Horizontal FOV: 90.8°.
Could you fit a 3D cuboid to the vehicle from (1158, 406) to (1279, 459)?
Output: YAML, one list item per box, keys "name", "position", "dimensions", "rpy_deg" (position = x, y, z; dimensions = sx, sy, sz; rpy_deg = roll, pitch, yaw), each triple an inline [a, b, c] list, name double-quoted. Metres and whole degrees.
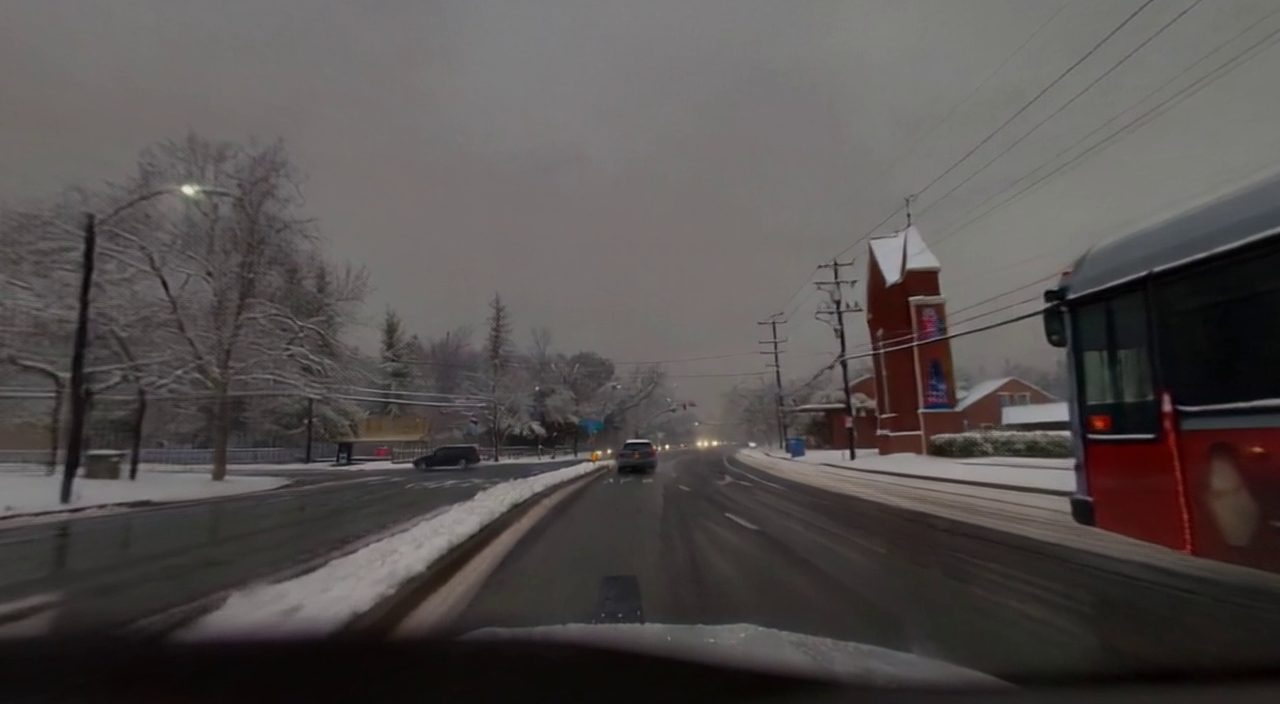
- name: "vehicle"
  position: [25.378, 3.461, 27.188]
  dimensions: [4.262, 2.188, 2.087]
  rpy_deg: [0, -7, -1]

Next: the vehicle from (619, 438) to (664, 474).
- name: "vehicle"
  position: [0.132, 5.049, 30.792]
  dimensions: [2.032, 1.621, 4.082]
  rpy_deg: [0, -8, 2]

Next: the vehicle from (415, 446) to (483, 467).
- name: "vehicle"
  position: [-14.046, 7.688, 46.685]
  dimensions: [2.210, 1.493, 4.430]
  rpy_deg: [-6, -10, 33]
